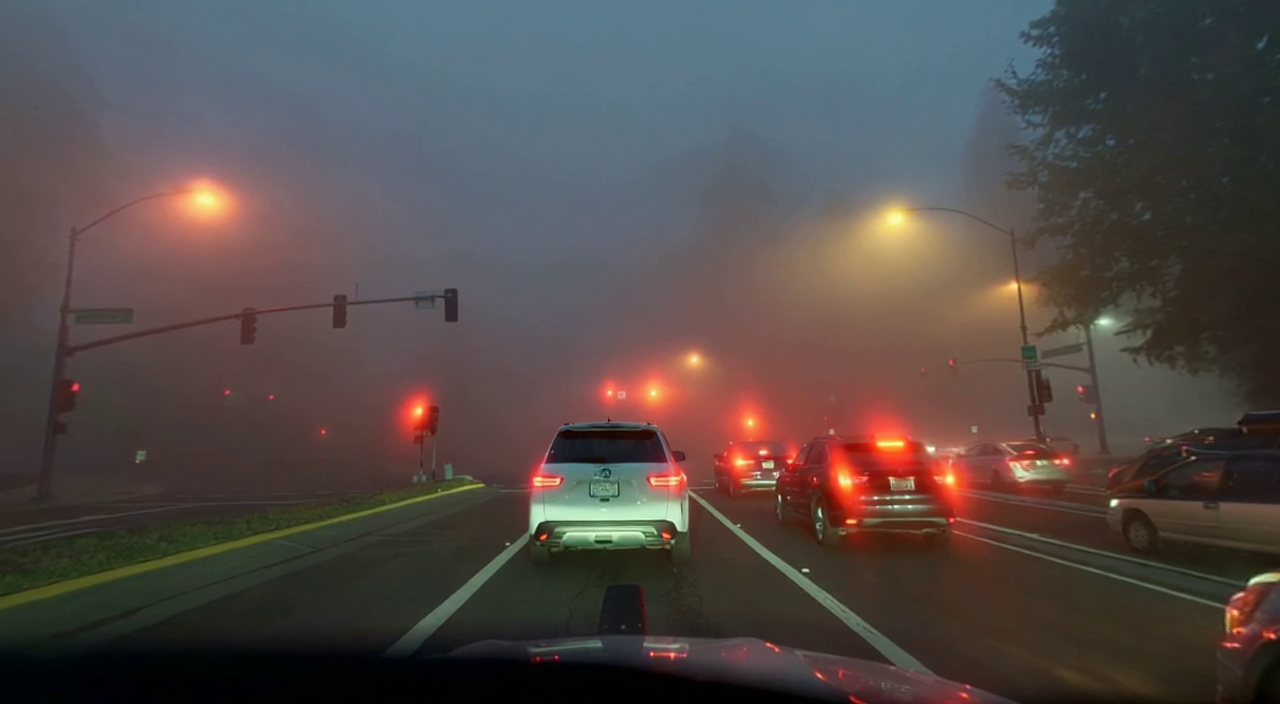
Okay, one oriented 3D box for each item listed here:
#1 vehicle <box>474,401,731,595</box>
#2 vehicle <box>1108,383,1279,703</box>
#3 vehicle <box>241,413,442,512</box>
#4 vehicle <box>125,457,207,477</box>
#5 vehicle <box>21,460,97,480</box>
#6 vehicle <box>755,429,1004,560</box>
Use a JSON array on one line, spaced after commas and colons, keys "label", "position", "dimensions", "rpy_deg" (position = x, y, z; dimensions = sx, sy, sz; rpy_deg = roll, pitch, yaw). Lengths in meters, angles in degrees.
[{"label": "vehicle", "position": [-0.313, 1.589, 7.638], "dimensions": [2.256, 1.694, 4.055], "rpy_deg": [0, -8, 0]}, {"label": "vehicle", "position": [3.302, 0.668, 0.847], "dimensions": [1.980, 1.515, 4.362], "rpy_deg": [0, -8, 0]}, {"label": "vehicle", "position": [-6.728, 2.557, 14.997], "dimensions": [2.214, 1.953, 5.017], "rpy_deg": [0, -8, 1]}, {"label": "vehicle", "position": [-37.331, 9.054, 49.478], "dimensions": [4.914, 1.487, 1.850], "rpy_deg": [0, -8, 0]}, {"label": "vehicle", "position": [-45.676, 9.279, 49.391], "dimensions": [4.232, 1.498, 1.791], "rpy_deg": [0, -8, 1]}, {"label": "vehicle", "position": [3.163, 1.971, 9.490], "dimensions": [1.971, 1.473, 4.495], "rpy_deg": [0, -8, 0]}]
